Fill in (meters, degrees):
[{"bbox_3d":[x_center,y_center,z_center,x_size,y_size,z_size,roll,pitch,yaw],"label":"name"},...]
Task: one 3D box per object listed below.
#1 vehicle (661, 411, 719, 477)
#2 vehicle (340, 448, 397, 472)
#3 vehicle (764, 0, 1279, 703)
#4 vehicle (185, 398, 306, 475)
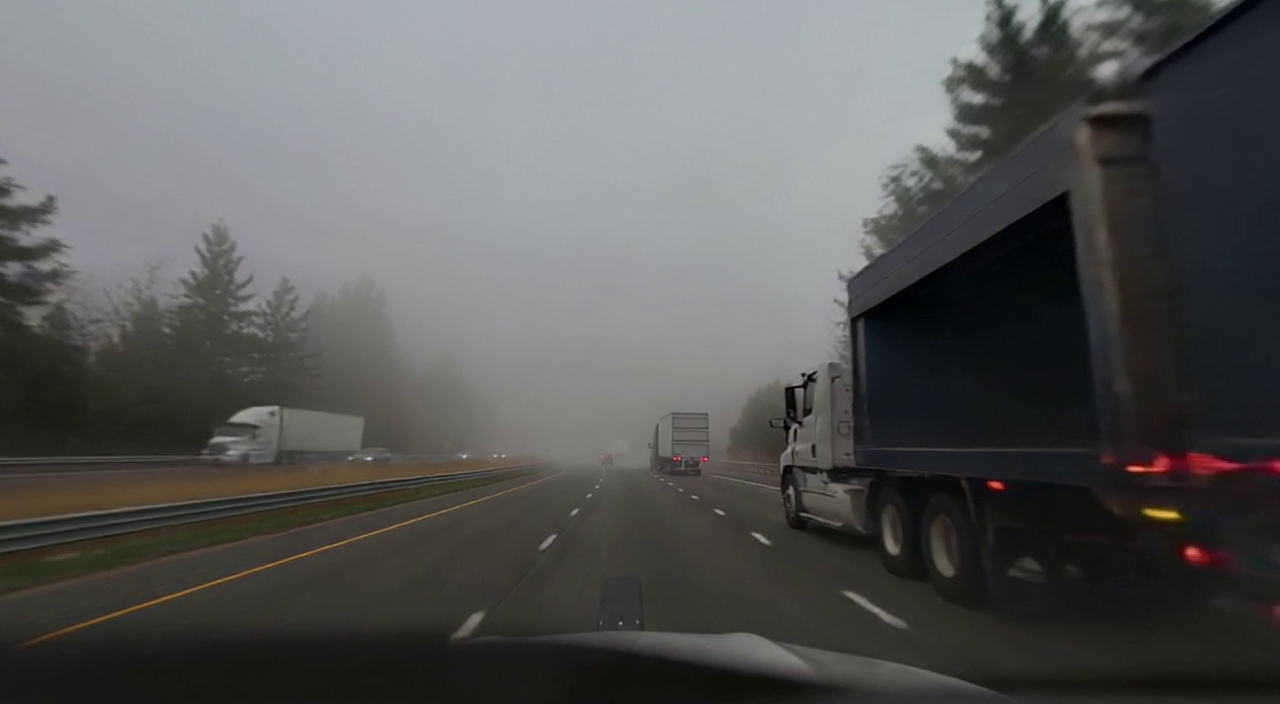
[{"bbox_3d":[3.194,6.258,42.767,2.826,4.035,8.369,0,-9,-3],"label":"vehicle"},{"bbox_3d":[-17.992,7.175,42.049,1.863,1.512,4.682,0,-9,-1],"label":"vehicle"},{"bbox_3d":[4.292,0.698,8.181,2.989,3.997,11.037,0,-9,-1],"label":"vehicle"},{"bbox_3d":[-22.223,4.856,36.041,3.018,4.008,5.908,0,-9,-2],"label":"vehicle"}]
